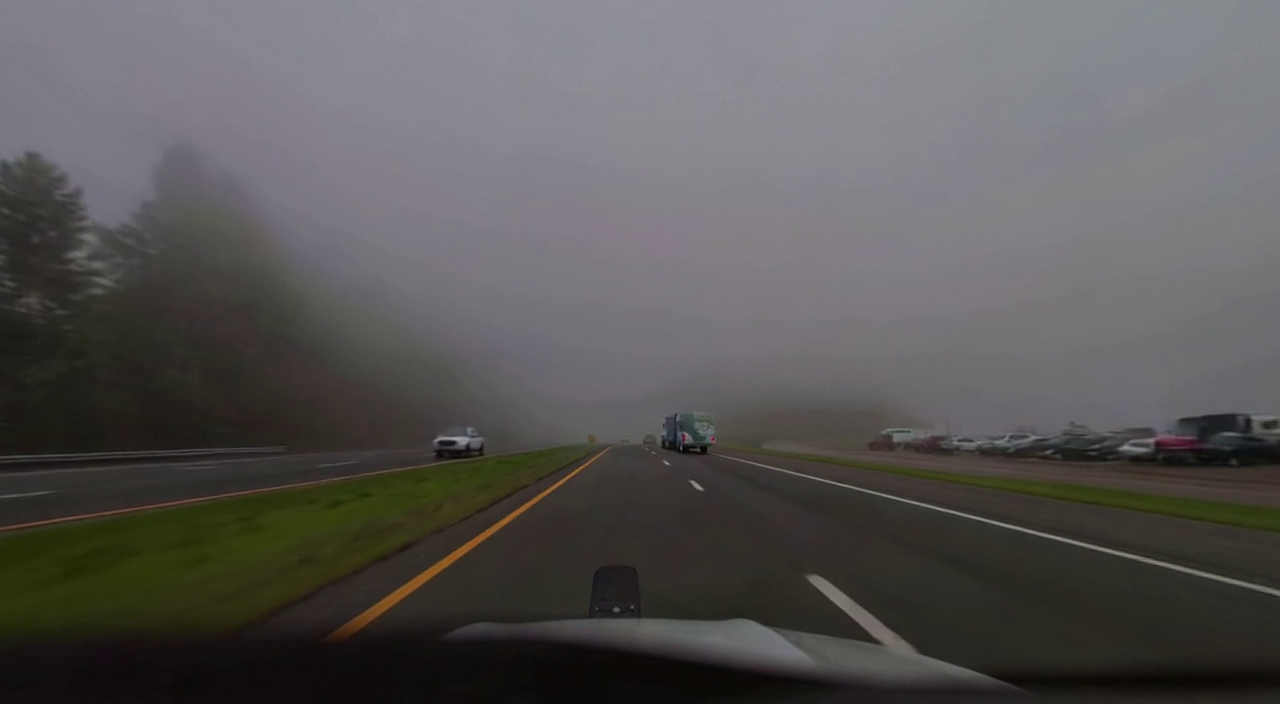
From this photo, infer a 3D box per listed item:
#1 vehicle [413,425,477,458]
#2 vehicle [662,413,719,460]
[{"bbox_3d":[-9.326,4.307,30.490,1.882,1.483,3.954,0,-8,0],"label":"vehicle"},{"bbox_3d":[3.016,5.291,39.421,2.821,2.673,6.205,0,-8,-3],"label":"vehicle"}]
